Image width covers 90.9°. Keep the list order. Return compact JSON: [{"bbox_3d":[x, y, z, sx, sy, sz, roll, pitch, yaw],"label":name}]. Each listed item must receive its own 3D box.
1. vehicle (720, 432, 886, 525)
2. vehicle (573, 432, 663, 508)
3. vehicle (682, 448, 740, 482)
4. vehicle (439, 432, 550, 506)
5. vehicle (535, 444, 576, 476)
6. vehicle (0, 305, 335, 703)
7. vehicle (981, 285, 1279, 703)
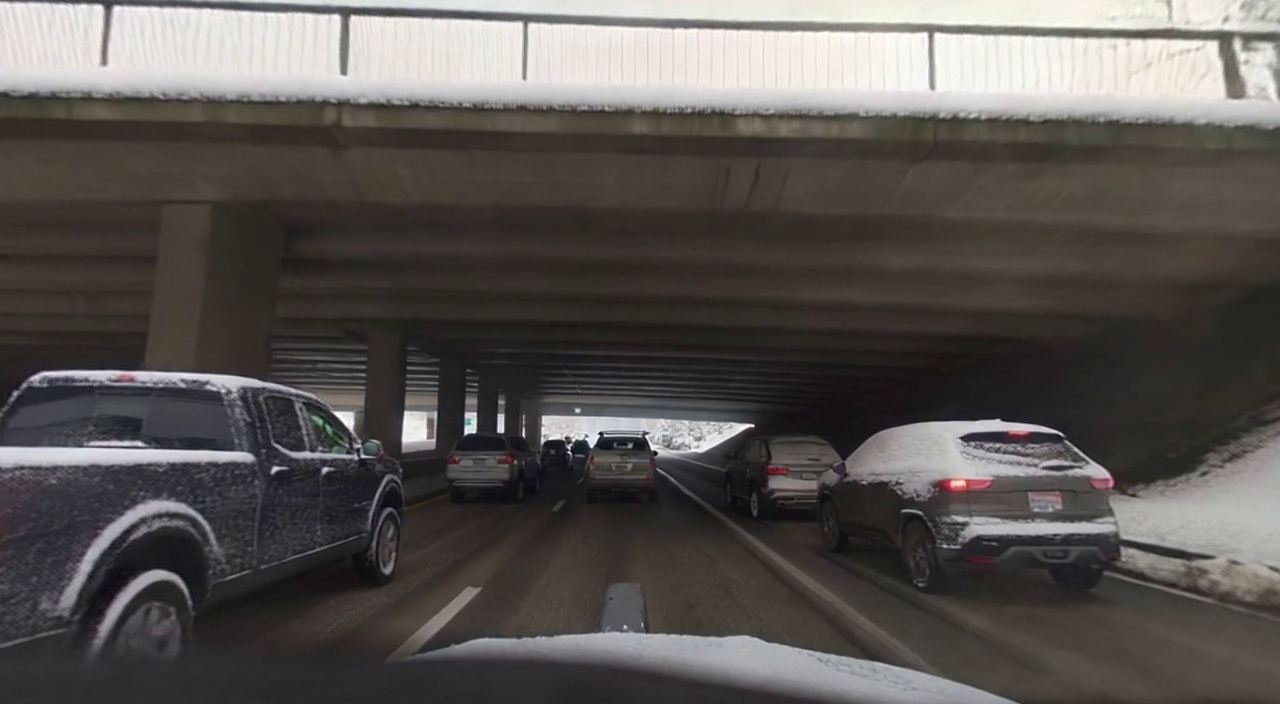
[{"bbox_3d":[3.396,2.767,14.518,2.234,1.720,5.378,0,-8,-2],"label":"vehicle"},{"bbox_3d":[-0.560,3.047,16.713,2.097,1.748,3.794,0,-8,-2],"label":"vehicle"},{"bbox_3d":[3.239,5.209,29.442,2.026,1.457,3.969,1,-9,-3],"label":"vehicle"},{"bbox_3d":[-3.737,3.084,17.026,2.127,1.720,4.064,0,-8,-2],"label":"vehicle"},{"bbox_3d":[-4.443,5.738,33.719,1.829,1.614,3.611,0,-8,-2],"label":"vehicle"},{"bbox_3d":[-3.489,0.779,2.695,2.074,1.814,4.596,0,-8,-1],"label":"vehicle"},{"bbox_3d":[3.721,0.686,2.173,2.401,1.968,4.841,0,-8,1],"label":"vehicle"}]
